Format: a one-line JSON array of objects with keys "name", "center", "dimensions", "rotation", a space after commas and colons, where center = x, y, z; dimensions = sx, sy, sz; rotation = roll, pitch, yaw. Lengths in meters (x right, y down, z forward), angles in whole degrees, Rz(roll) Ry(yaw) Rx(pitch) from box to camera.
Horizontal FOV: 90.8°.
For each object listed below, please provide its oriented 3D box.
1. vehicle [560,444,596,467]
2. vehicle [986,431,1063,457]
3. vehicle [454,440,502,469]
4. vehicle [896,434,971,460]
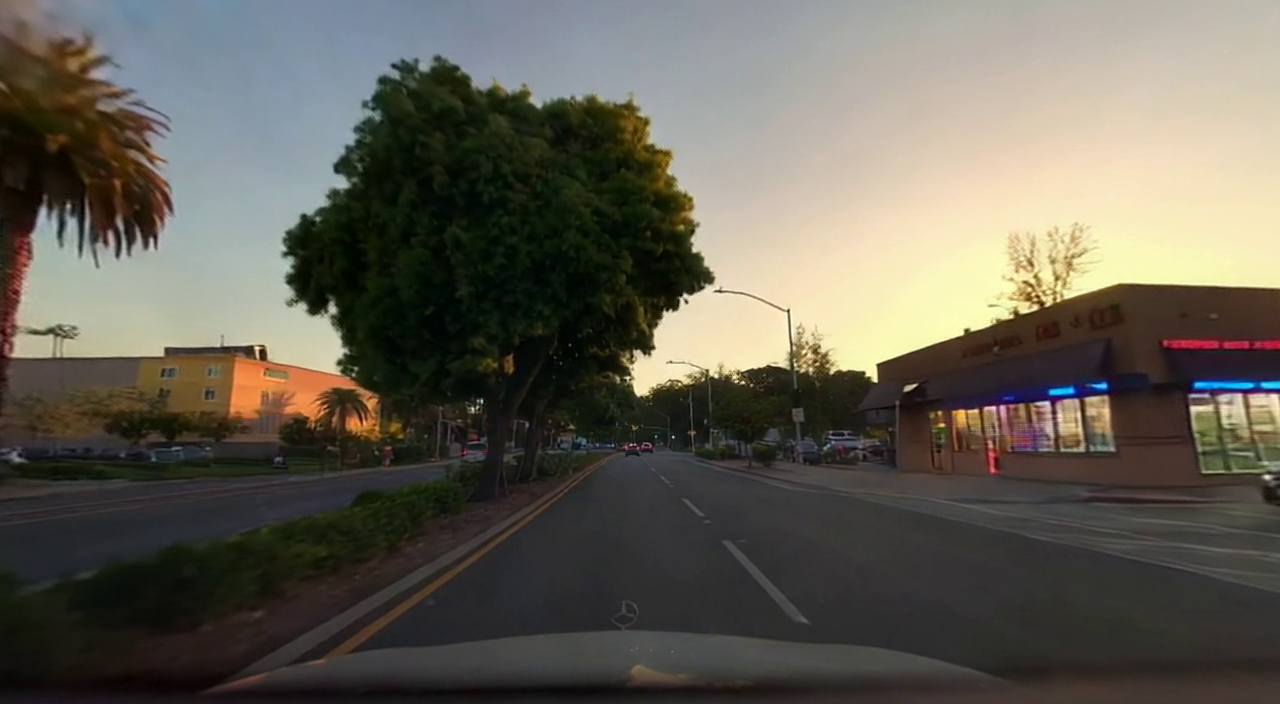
[{"name": "vehicle", "center": [-4.181, 7.032, 43.202], "dimensions": [2.181, 1.483, 4.123], "rotation": [0, -9, -1]}, {"name": "vehicle", "center": [26.563, 6.400, 43.866], "dimensions": [4.294, 1.705, 2.233], "rotation": [-5, -10, 27]}, {"name": "vehicle", "center": [-10.447, 6.606, 40.985], "dimensions": [2.022, 1.746, 4.406], "rotation": [0, -9, -1]}, {"name": "vehicle", "center": [20.258, 6.590, 43.687], "dimensions": [4.548, 1.741, 1.971], "rotation": [-4, -10, 26]}]
